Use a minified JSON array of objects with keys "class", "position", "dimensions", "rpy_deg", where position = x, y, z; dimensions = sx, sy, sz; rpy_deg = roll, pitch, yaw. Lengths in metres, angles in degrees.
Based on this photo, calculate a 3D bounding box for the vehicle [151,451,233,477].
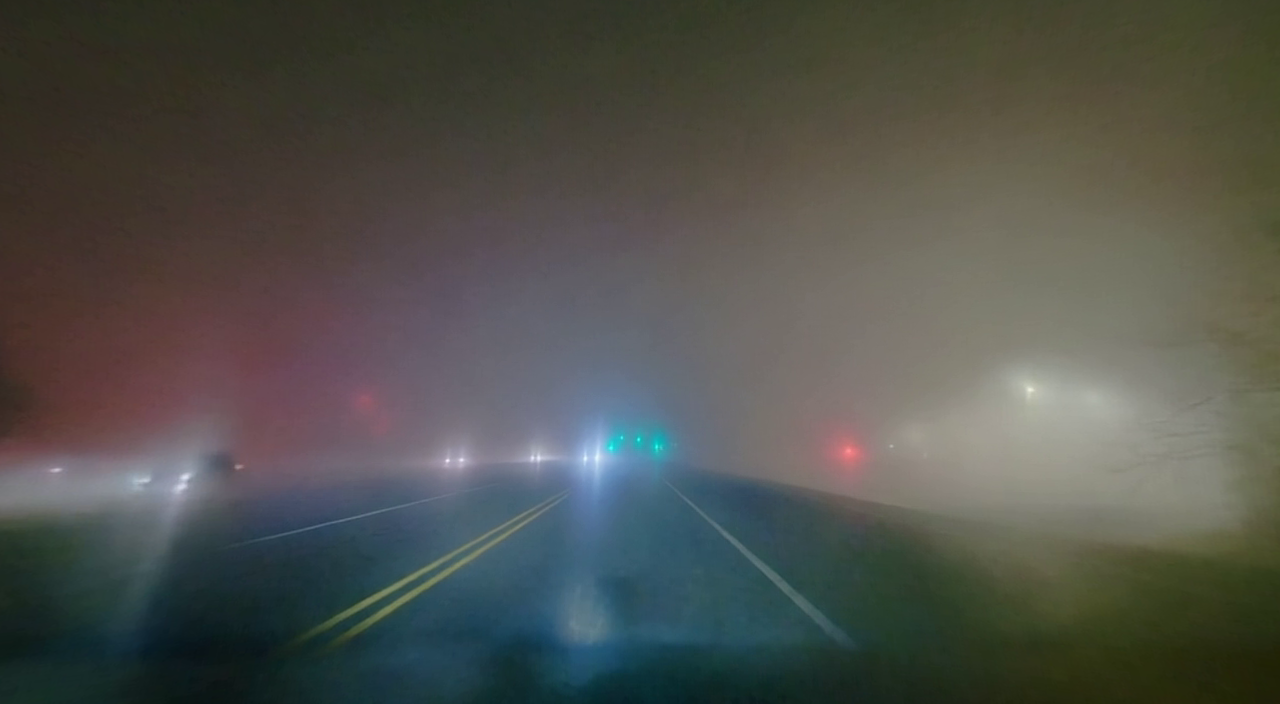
[{"class":"vehicle","position":[-26.719,6.663,37.803],"dimensions":[1.823,1.419,4.145],"rpy_deg":[0,-9,0]}]
